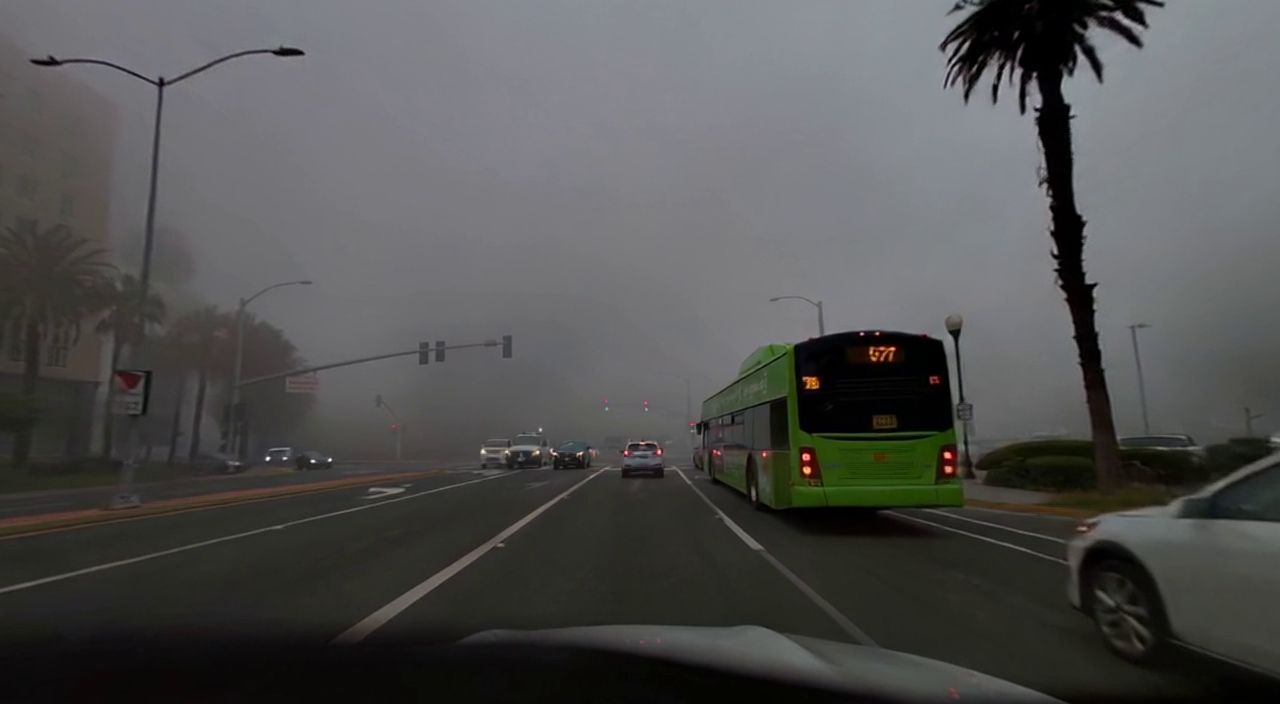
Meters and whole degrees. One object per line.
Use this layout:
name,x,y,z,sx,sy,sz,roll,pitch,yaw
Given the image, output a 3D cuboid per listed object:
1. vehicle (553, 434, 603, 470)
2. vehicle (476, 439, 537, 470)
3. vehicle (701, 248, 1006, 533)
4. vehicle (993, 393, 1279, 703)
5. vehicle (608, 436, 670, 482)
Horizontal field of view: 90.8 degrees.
vehicle,-3.149,5.179,32.871,2.020,1.721,4.366,0,-8,2
vehicle,-6.786,5.267,32.732,1.927,1.480,4.832,0,-9,2
vehicle,3.565,1.484,15.603,2.970,4.015,13.606,0,-9,1
vehicle,3.598,0.854,2.055,1.965,1.519,5.078,0,-9,0
vehicle,-0.014,3.849,22.927,2.060,1.499,3.831,0,-9,1
